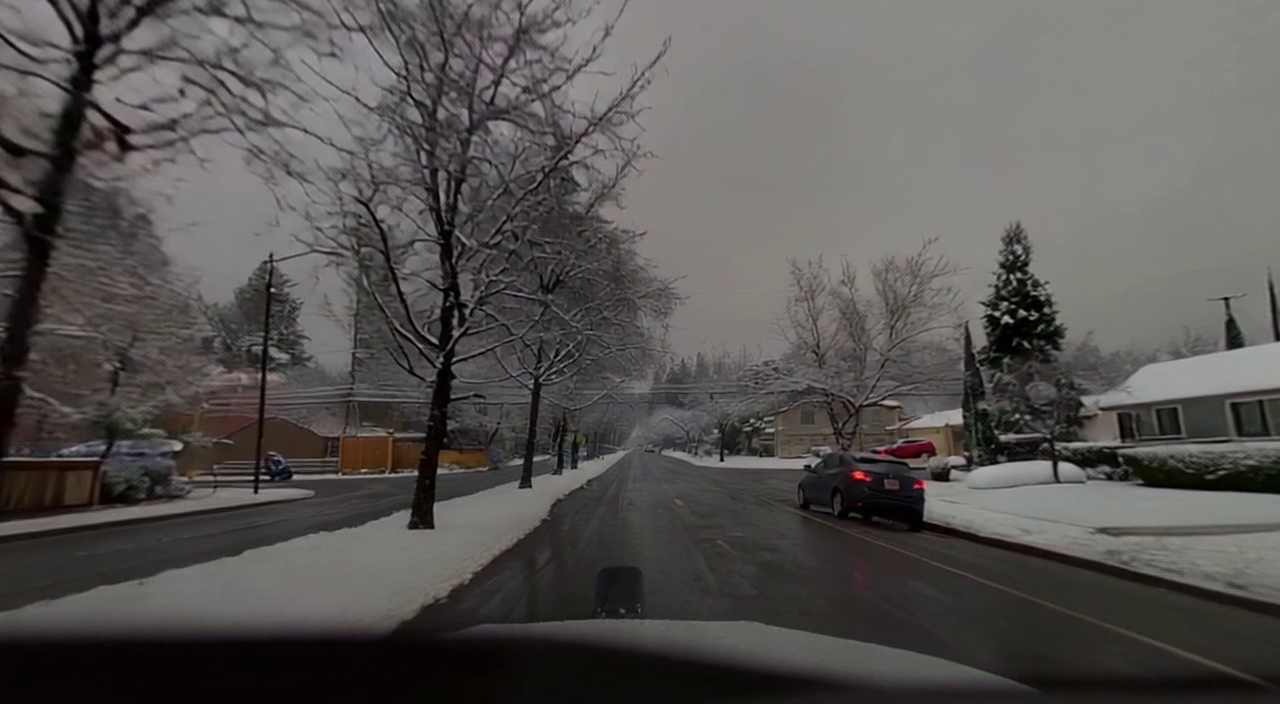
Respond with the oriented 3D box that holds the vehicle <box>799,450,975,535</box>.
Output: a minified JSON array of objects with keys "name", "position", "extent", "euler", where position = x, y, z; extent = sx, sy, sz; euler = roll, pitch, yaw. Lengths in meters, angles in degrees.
[{"name":"vehicle","position":[4.990,2.853,13.555],"extent":[1.904,1.475,4.386],"euler":[0,-9,-1]}]
